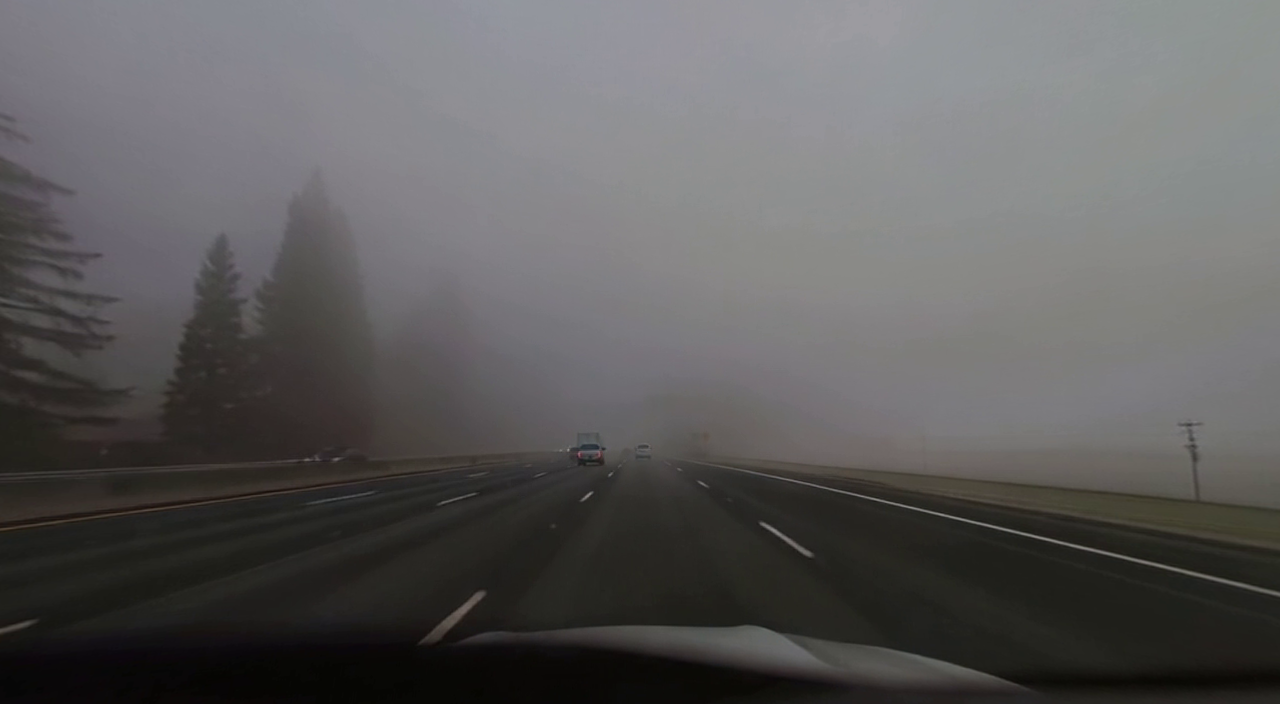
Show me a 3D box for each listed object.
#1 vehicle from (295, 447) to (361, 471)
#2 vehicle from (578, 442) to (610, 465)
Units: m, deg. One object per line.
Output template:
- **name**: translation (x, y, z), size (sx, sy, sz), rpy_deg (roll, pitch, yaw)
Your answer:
- **vehicle**: translation (-21.214, 7.278, 43.130), size (2.022, 1.472, 4.629), rpy_deg (0, -8, 2)
- **vehicle**: translation (-3.303, 7.397, 46.185), size (1.993, 1.589, 3.898), rpy_deg (0, -8, 0)
